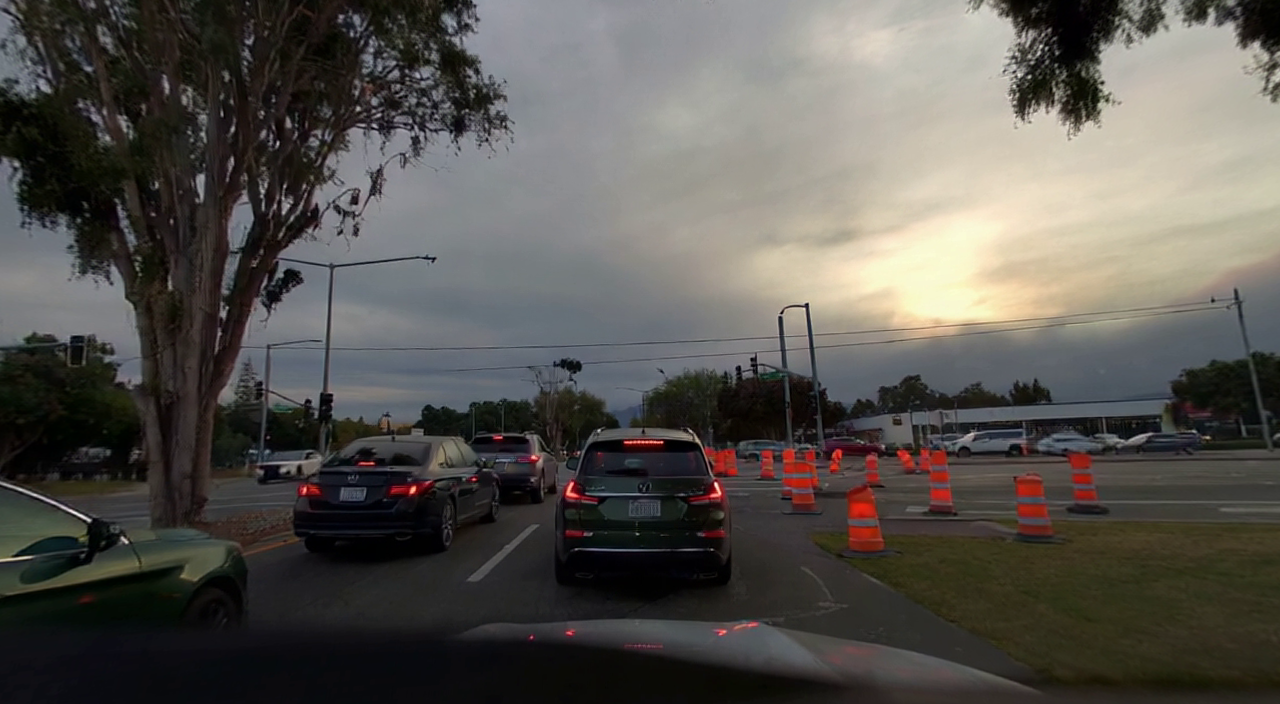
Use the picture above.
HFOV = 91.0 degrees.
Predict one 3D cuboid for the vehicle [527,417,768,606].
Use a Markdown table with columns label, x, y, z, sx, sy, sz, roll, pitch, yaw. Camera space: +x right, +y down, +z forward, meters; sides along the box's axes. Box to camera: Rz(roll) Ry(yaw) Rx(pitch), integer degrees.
| label | x | y | z | sx | sy | sz | roll | pitch | yaw |
| --- | --- | --- | --- | --- | --- | --- | --- | --- | --- |
| vehicle | 0.113 | 1.623 | 7.213 | 2.021 | 1.560 | 3.676 | 0 | -9 | 1 |

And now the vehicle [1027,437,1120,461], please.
| label | x | y | z | sx | sy | sz | roll | pitch | yaw |
| --- | --- | --- | --- | --- | --- | --- | --- | --- | --- |
| vehicle | 28.014 | 6.268 | 40.791 | 4.579 | 1.480 | 1.819 | 0 | -9 | 2 |

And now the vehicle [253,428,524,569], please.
| label | x | y | z | sx | sy | sz | roll | pitch | yaw |
| --- | --- | --- | --- | --- | --- | --- | --- | --- | --- |
| vehicle | -3.271 | 1.999 | 9.449 | 1.989 | 1.541 | 4.626 | 0 | -9 | 2 |

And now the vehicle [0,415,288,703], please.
| label | x | y | z | sx | sy | sz | roll | pitch | yaw |
| --- | --- | --- | --- | --- | --- | --- | --- | --- | --- |
| vehicle | -3.593 | 0.942 | 2.148 | 1.964 | 1.497 | 4.722 | 0 | -9 | 1 |
